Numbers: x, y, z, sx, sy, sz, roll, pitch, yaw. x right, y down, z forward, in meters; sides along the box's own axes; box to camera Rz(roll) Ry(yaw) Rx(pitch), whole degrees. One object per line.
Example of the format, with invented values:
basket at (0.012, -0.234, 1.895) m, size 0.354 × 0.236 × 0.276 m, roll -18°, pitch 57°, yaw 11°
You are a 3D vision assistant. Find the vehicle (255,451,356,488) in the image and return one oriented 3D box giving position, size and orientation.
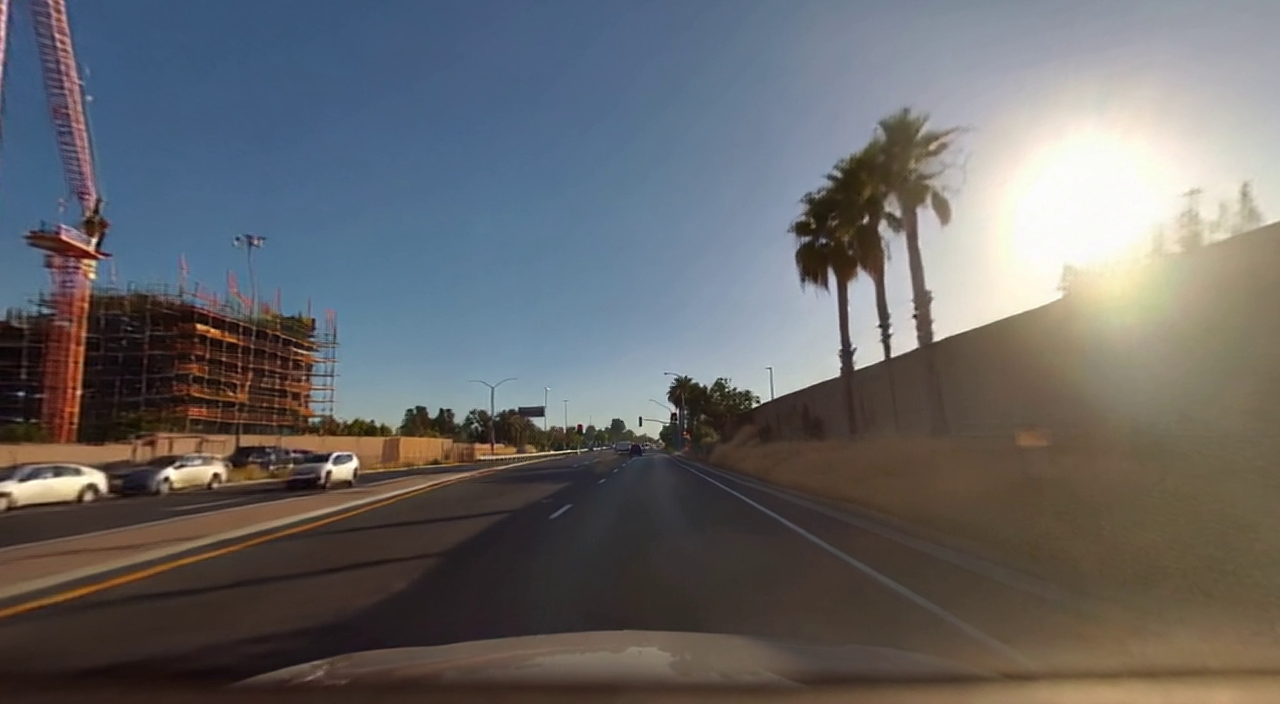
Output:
vehicle at (-15.116, 5.310, 28.879) m, size 2.113 × 1.478 × 4.828 m, roll 0°, pitch -9°, yaw -2°

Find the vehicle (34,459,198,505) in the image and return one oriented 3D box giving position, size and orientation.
vehicle at (-19.403, 4.801, 23.705) m, size 2.003 × 1.440 × 4.857 m, roll 0°, pitch -9°, yaw 0°

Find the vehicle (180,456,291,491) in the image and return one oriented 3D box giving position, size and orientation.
vehicle at (-19.359, 5.831, 30.491) m, size 2.007 × 1.453 × 4.932 m, roll -1°, pitch -9°, yaw 2°
